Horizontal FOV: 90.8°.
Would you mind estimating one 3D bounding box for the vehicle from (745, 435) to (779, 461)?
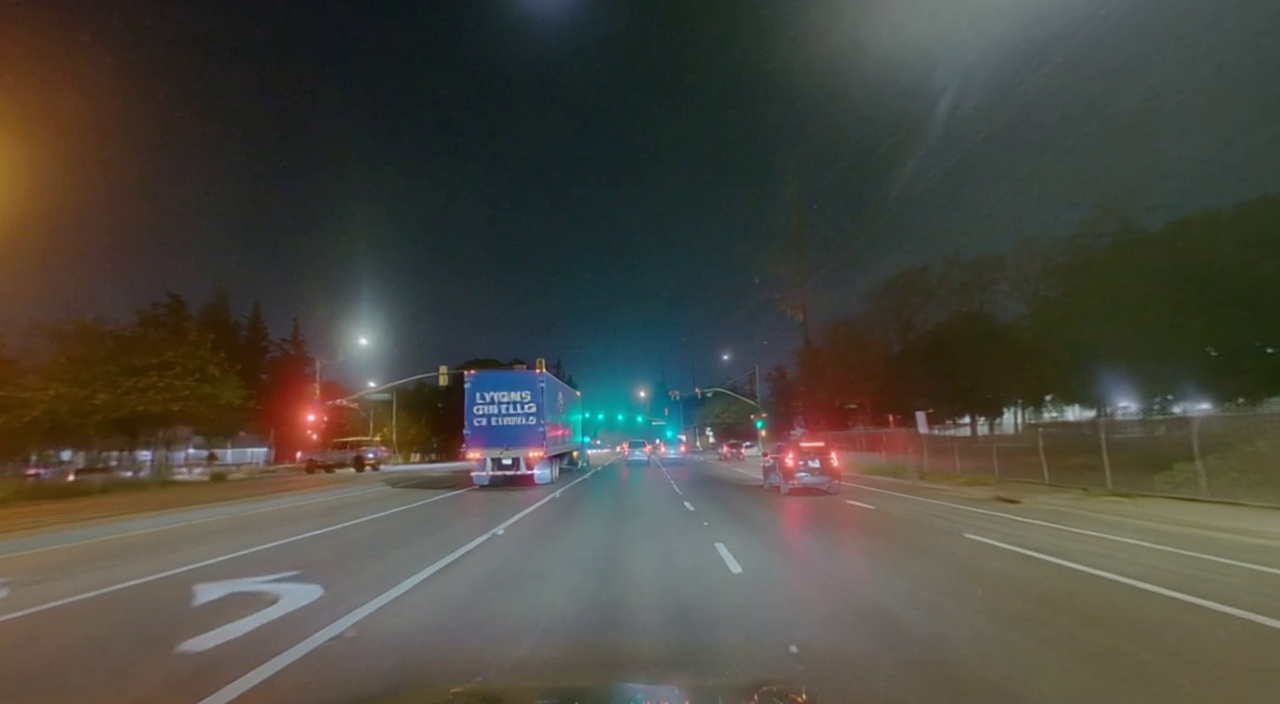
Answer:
[{"bbox_3d":[8.277,6.505,42.824,2.102,1.662,4.533,-2,-9,11],"label":"vehicle"}]

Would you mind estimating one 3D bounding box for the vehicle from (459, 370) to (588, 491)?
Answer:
[{"bbox_3d":[-3.586,2.798,21.854,2.889,3.347,8.285,0,-8,0],"label":"vehicle"}]

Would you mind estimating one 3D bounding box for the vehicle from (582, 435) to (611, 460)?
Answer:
[{"bbox_3d":[-3.340,7.470,49.291,1.994,1.806,4.564,0,-8,0],"label":"vehicle"}]
